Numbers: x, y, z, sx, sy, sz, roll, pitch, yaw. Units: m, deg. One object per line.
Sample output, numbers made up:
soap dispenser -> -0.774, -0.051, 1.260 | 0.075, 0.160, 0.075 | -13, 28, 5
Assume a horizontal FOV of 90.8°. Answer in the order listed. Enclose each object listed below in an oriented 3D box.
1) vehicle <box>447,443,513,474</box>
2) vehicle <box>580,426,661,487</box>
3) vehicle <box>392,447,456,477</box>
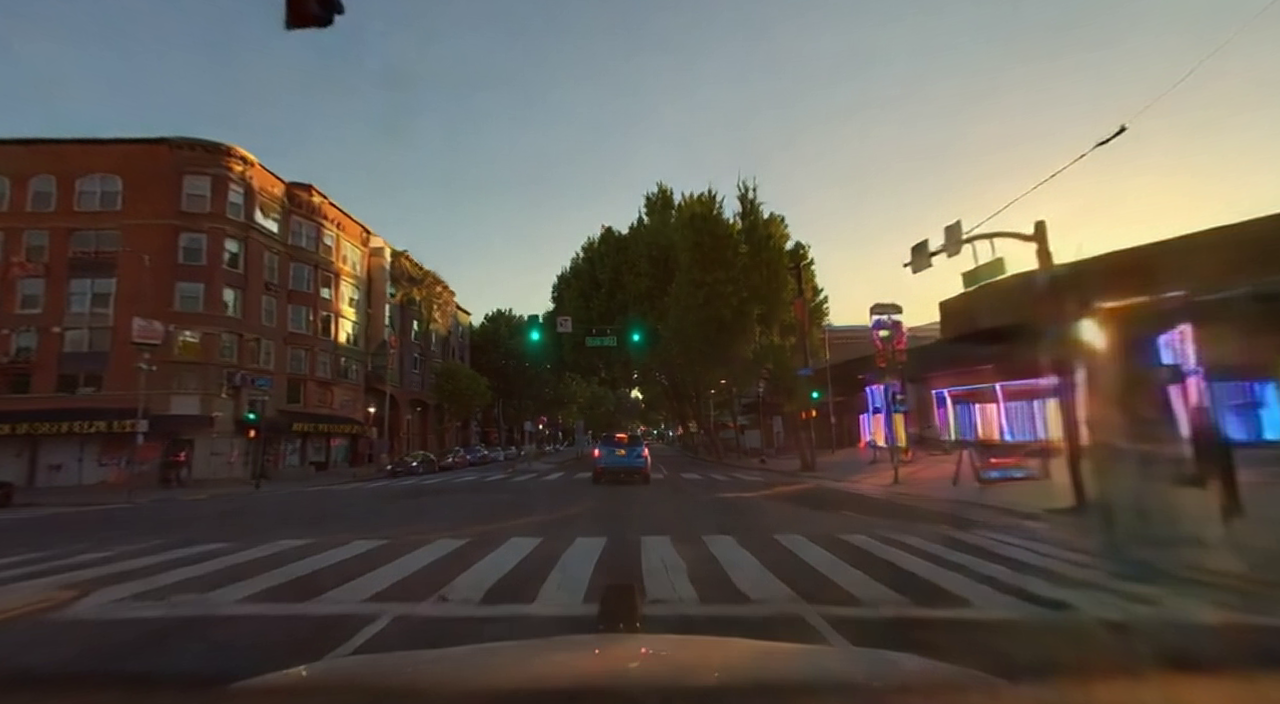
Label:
vehicle -> -8.319, 5.574, 33.331 | 2.152, 1.468, 4.737 | 0, -8, 1
vehicle -> -0.575, 3.424, 21.040 | 2.382, 1.796, 4.610 | 0, -8, 0
vehicle -> -11.781, 6.024, 34.803 | 1.972, 1.475, 4.381 | 0, -8, 0
